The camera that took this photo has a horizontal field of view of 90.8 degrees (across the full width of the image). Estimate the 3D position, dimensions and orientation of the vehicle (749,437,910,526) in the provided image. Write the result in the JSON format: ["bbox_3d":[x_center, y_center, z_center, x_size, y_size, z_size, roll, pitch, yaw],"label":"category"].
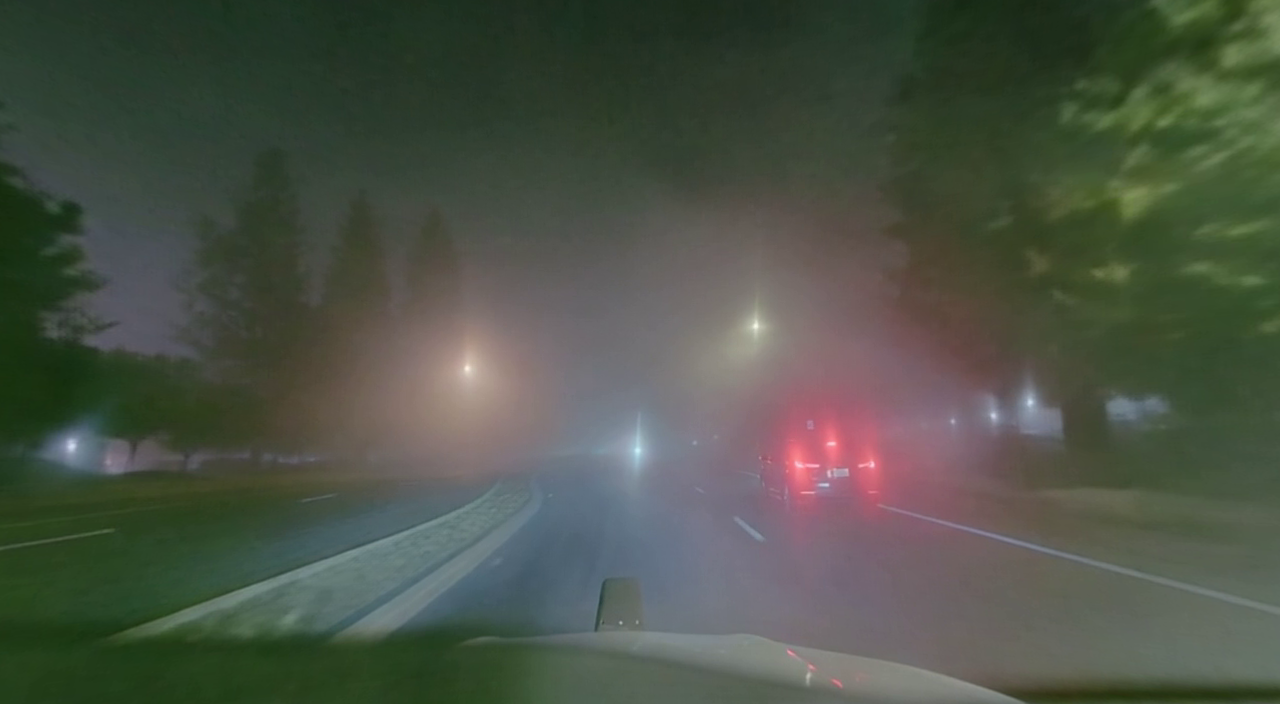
[{"bbox_3d":[3.509,2.474,12.600,1.852,1.453,4.083,0,-9,-2],"label":"vehicle"}]
